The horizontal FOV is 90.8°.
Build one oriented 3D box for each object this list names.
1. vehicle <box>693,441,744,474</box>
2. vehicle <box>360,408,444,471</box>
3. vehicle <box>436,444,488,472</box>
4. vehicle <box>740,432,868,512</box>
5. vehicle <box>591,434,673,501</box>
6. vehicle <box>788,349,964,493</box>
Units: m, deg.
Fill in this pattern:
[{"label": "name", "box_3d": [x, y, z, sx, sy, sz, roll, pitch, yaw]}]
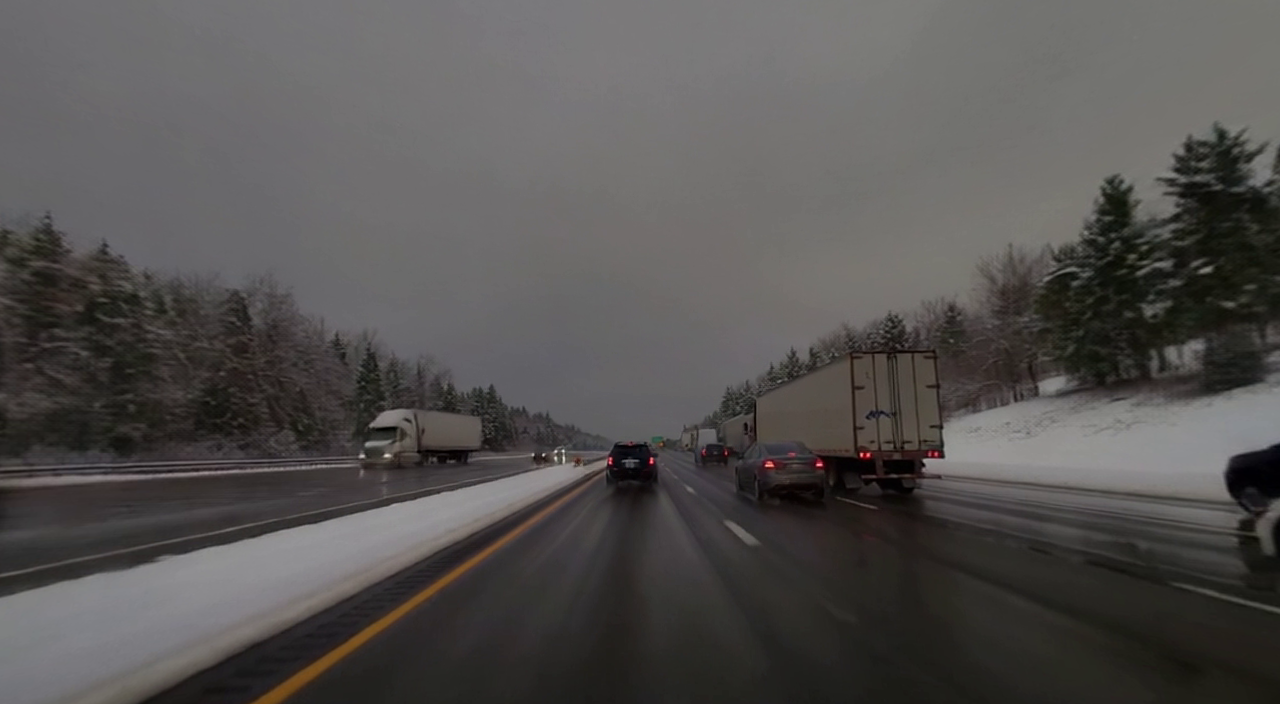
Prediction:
[{"label": "vehicle", "box_3d": [4.135, 5.609, 33.824, 2.150, 1.632, 4.260, 0, -9, 0]}, {"label": "vehicle", "box_3d": [-15.644, 5.866, 42.019, 2.934, 3.853, 6.135, -1, -9, 2]}, {"label": "vehicle", "box_3d": [-11.601, 6.925, 41.442, 2.044, 1.706, 4.619, 0, -9, 1]}, {"label": "vehicle", "box_3d": [3.635, 2.737, 14.792, 1.920, 1.594, 3.867, 0, -9, 0]}, {"label": "vehicle", "box_3d": [-0.168, 3.134, 17.416, 2.023, 1.618, 3.628, 0, -9, 1]}, {"label": "vehicle", "box_3d": [7.628, 2.573, 22.069, 2.823, 4.063, 8.485, 0, -9, 1]}]
